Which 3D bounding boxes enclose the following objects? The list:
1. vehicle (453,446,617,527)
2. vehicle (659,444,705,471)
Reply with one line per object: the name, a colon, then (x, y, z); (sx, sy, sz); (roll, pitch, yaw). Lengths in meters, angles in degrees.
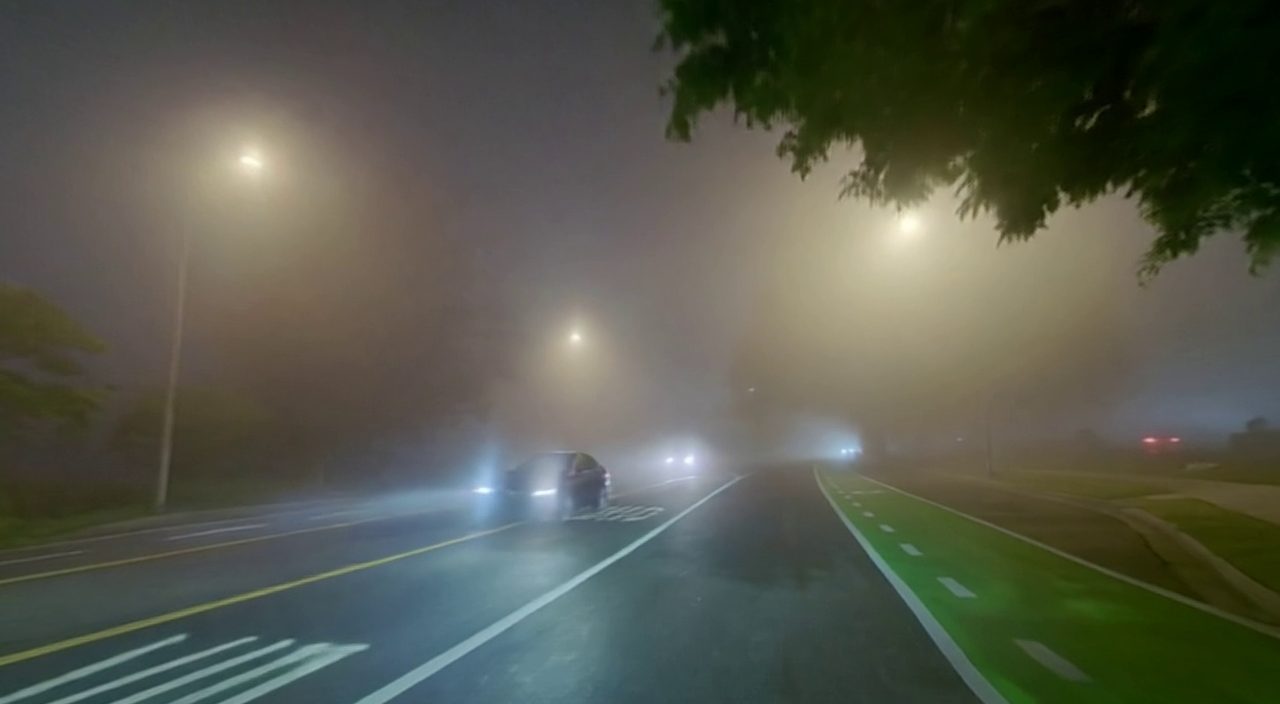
vehicle: (-2.056, 2.849, 14.097); (2.071, 1.456, 4.663); (-2, -9, 11)
vehicle: (2.950, 7.160, 43.046); (2.065, 1.744, 4.566); (-3, -9, 18)
